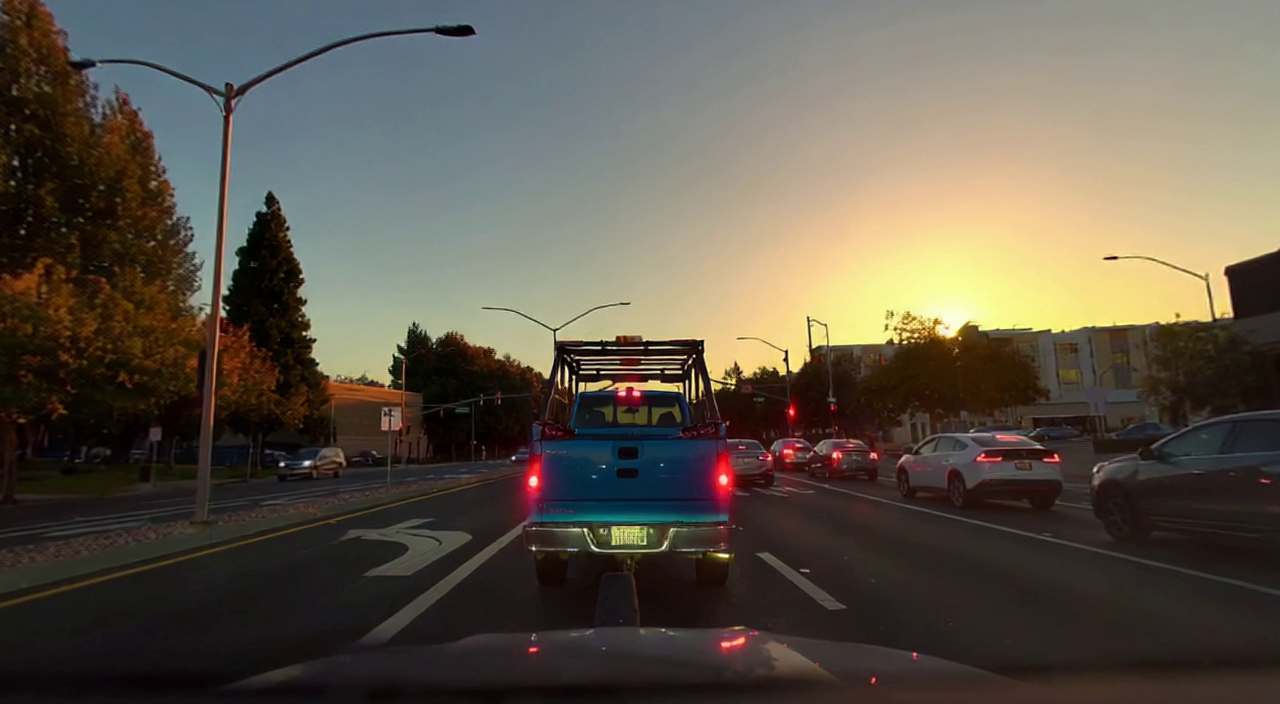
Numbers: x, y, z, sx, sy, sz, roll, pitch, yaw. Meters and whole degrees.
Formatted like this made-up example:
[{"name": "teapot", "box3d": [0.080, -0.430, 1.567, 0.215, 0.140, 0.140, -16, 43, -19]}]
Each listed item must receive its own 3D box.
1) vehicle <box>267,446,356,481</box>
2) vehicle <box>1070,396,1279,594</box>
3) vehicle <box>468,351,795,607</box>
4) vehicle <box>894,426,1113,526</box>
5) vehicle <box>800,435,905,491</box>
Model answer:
[{"name": "vehicle", "box3d": [-19.486, 6.592, 37.874, 2.205, 1.916, 5.771, 0, -9, 0]}, {"name": "vehicle", "box3d": [6.818, 1.362, 6.164, 2.023, 1.771, 4.488, 0, -9, 0]}, {"name": "vehicle", "box3d": [-0.117, 1.463, 8.161, 2.682, 2.117, 5.706, 0, -9, -1]}, {"name": "vehicle", "box3d": [7.070, 2.438, 12.968, 1.931, 1.692, 4.267, 0, -9, 0]}, {"name": "vehicle", "box3d": [7.071, 3.736, 21.603, 1.953, 1.665, 4.327, 0, -9, -2]}]
